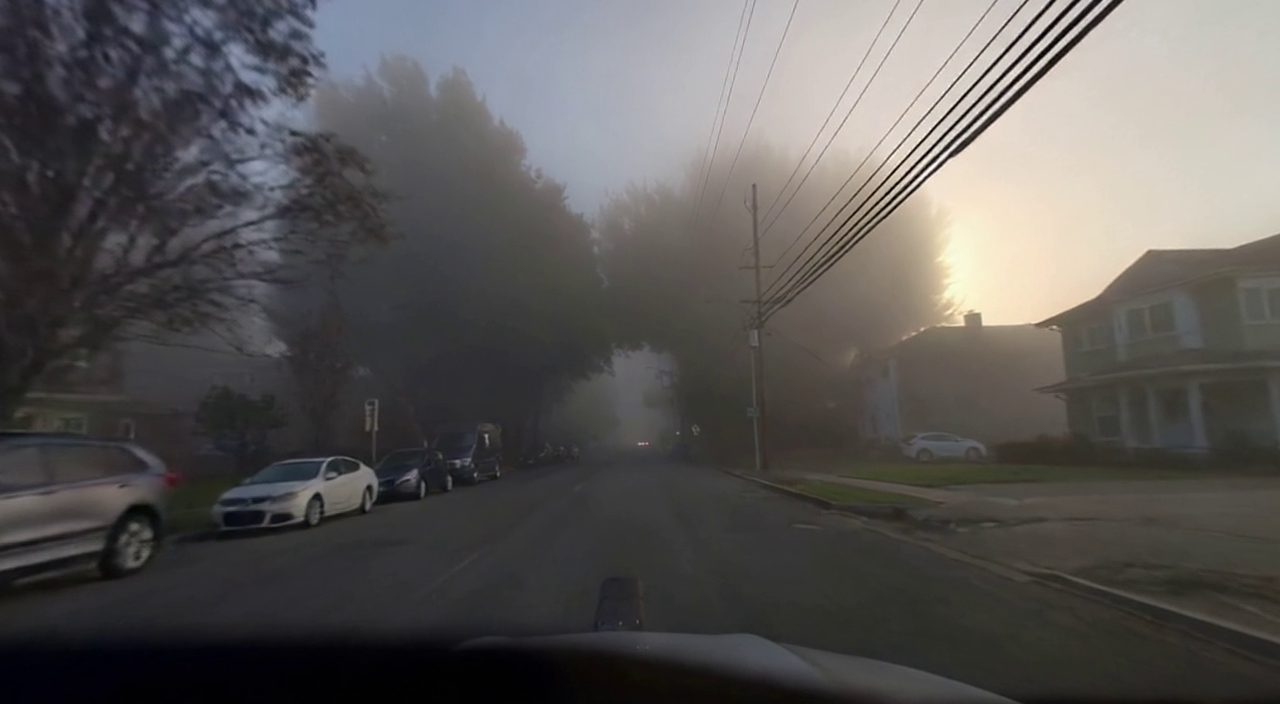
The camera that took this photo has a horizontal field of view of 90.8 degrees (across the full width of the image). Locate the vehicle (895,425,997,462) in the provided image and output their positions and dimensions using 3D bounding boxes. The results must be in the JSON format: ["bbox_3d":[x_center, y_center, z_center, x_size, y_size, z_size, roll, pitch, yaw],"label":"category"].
[{"bbox_3d":[15.929,4.827,33.035,4.275,1.645,1.874,-3,-10,1],"label":"vehicle"}]

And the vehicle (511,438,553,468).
[{"bbox_3d":[-6.890,6.466,40.713,1.963,1.820,4.297,0,-8,-1],"label":"vehicle"}]

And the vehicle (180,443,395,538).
[{"bbox_3d":[-6.527,2.571,12.374,1.858,1.476,4.262,-1,-9,-2],"label":"vehicle"}]

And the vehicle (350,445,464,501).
[{"bbox_3d":[-6.763,3.541,18.841,1.846,1.427,4.260,-1,-9,-1],"label":"vehicle"}]

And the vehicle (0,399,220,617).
[{"bbox_3d":[-6.429,1.433,5.849,1.941,1.832,4.666,-2,-9,-1],"label":"vehicle"}]

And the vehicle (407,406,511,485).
[{"bbox_3d":[-6.905,3.738,24.997,2.439,2.724,5.647,0,-9,0],"label":"vehicle"}]
